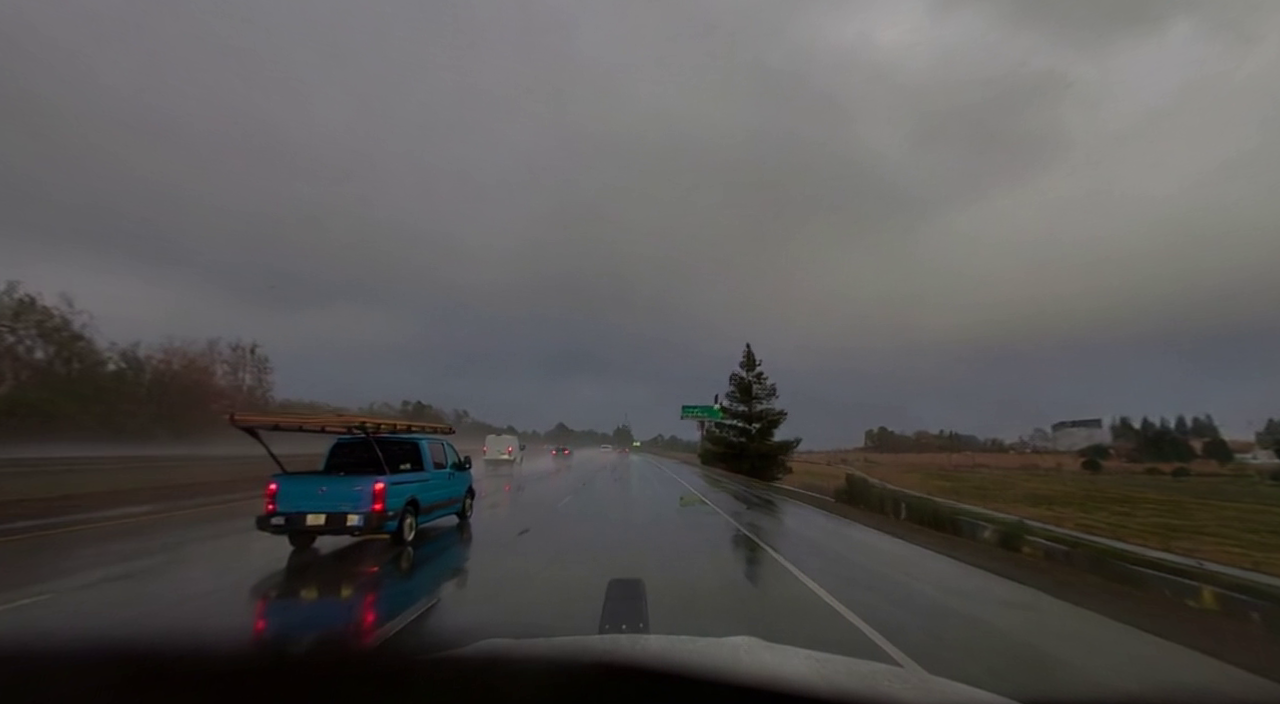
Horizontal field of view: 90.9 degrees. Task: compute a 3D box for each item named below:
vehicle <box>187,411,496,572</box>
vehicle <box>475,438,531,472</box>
[{"bbox_3d":[-3.701,1.834,9.118,2.040,1.679,4.865,0,-9,0],"label":"vehicle"},{"bbox_3d":[-7.562,5.746,35.250,2.093,1.752,4.771,0,-9,0],"label":"vehicle"}]
